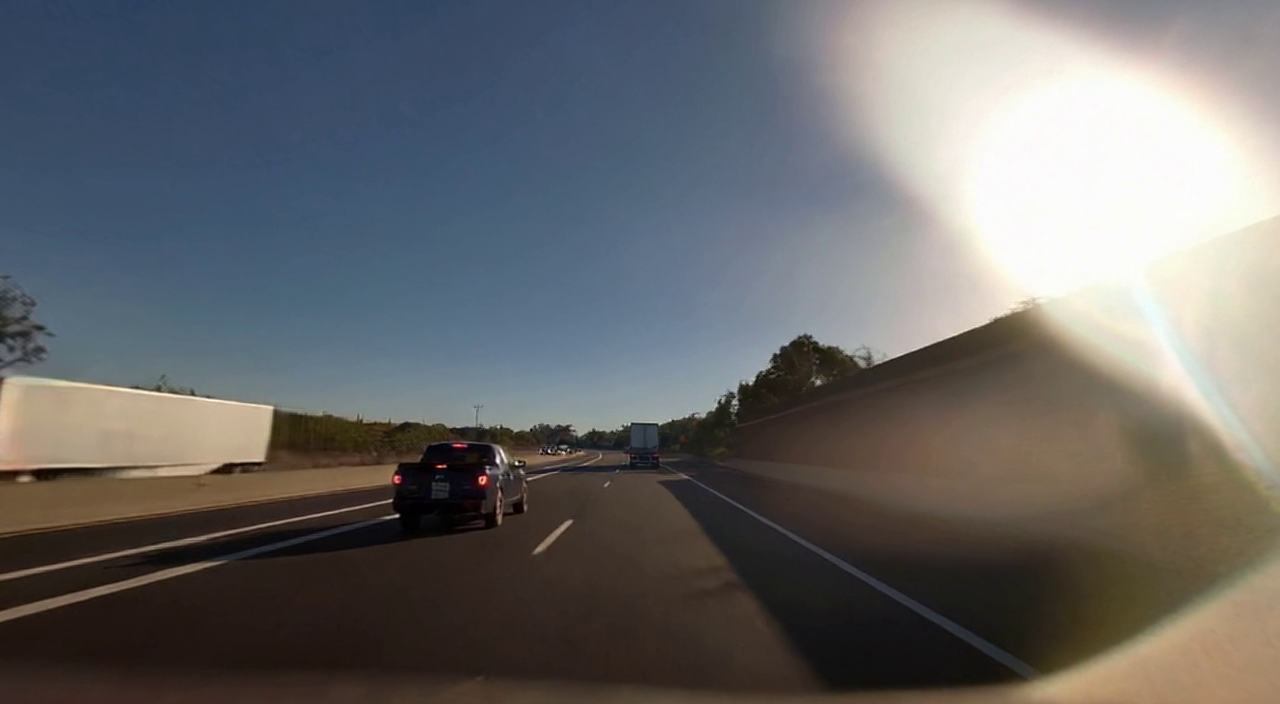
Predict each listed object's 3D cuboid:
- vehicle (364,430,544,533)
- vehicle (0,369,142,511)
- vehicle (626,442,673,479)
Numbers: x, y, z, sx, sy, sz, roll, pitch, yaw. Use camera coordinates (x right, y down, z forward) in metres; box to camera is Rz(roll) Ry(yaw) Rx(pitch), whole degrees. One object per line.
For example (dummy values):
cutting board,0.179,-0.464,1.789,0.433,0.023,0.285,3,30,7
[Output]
vehicle,-3.407,2.494,12.641,2.181,1.653,4.691,0,-9,0
vehicle,-16.281,2.080,14.795,2.675,3.281,7.573,0,-9,0
vehicle,0.423,5.511,31.929,2.230,1.715,4.243,0,-9,0
